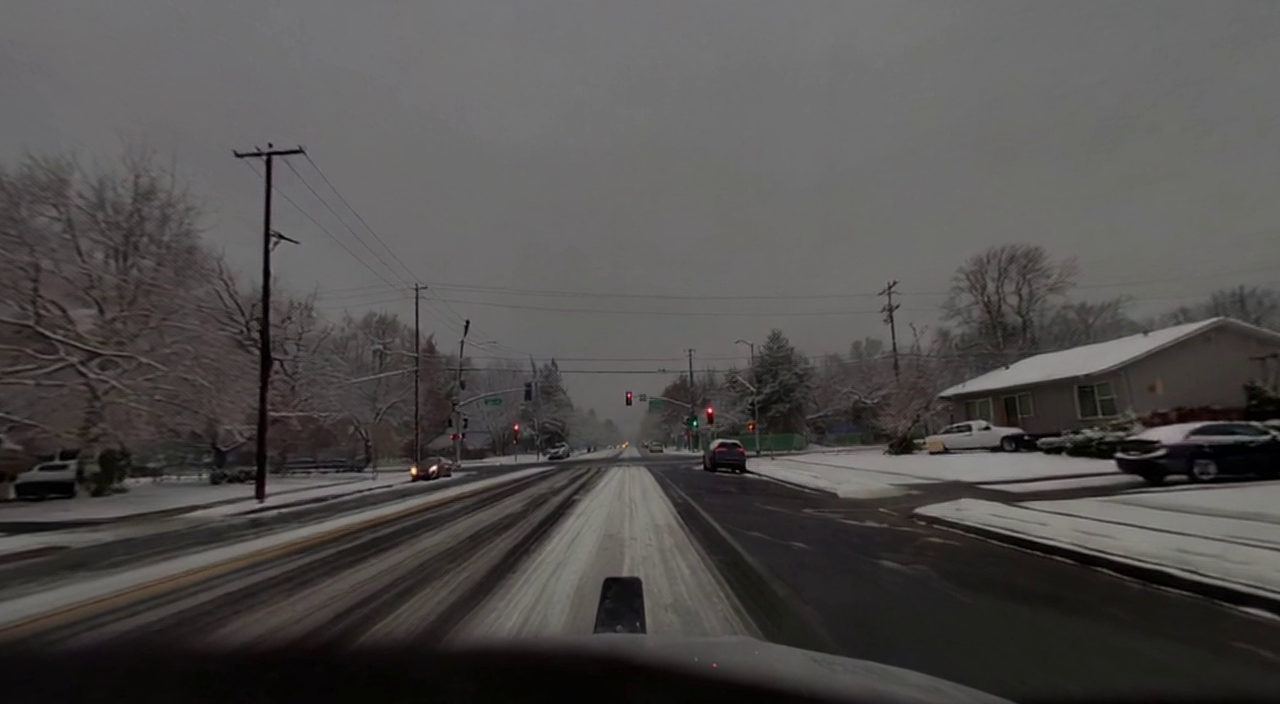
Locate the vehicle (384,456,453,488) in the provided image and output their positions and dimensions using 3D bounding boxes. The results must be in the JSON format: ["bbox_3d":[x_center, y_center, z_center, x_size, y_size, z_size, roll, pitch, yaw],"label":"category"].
[{"bbox_3d":[-11.829,6.427,34.063,2.029,1.550,4.562,0,-9,1],"label":"vehicle"}]

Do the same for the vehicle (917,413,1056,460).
[{"bbox_3d":[14.333,3.533,26.339,4.500,1.875,2.046,0,-9,-1],"label":"vehicle"}]

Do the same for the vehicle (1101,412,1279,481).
[{"bbox_3d":[13.450,2.135,14.302,4.564,1.437,1.796,0,-9,0],"label":"vehicle"}]

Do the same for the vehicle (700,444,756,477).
[{"bbox_3d":[4.228,5.311,31.135,1.963,1.477,4.804,0,-9,-1],"label":"vehicle"}]

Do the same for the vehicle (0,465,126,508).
[{"bbox_3d":[-23.660,5.442,25.753,3.775,1.531,1.847,-1,-8,-1],"label":"vehicle"}]
